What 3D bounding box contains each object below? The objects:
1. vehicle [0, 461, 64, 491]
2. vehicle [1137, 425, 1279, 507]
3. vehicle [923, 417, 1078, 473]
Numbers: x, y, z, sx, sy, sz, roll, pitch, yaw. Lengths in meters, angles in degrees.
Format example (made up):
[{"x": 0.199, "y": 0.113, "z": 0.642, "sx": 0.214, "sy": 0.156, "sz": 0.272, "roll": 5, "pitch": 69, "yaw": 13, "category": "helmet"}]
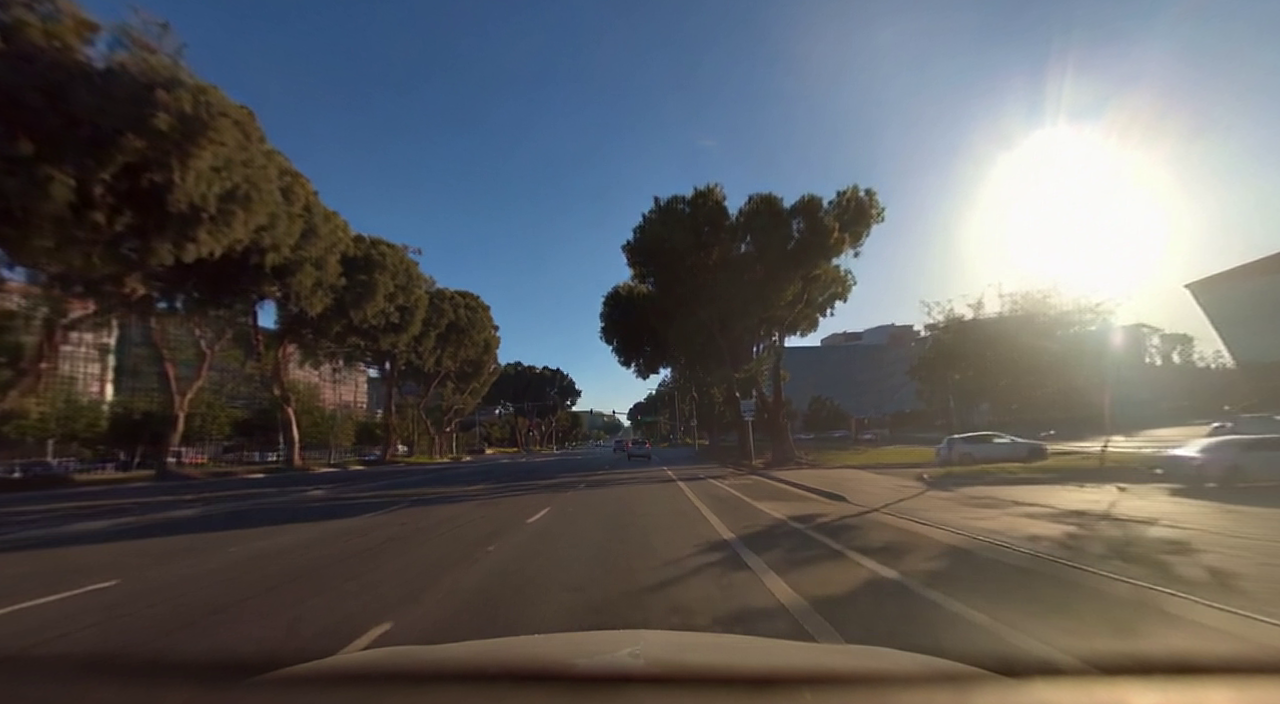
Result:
[{"x": -35.816, "y": 7.016, "z": 35.816, "sx": 1.917, "sy": 1.479, "sz": 4.462, "roll": 0, "pitch": -8, "yaw": 0, "category": "vehicle"}, {"x": 14.564, "y": 2.541, "z": 14.597, "sx": 4.388, "sy": 1.446, "sz": 1.808, "roll": -6, "pitch": -7, "yaw": 2, "category": "vehicle"}, {"x": 14.041, "y": 3.656, "z": 24.830, "sx": 4.702, "sy": 1.853, "sz": 2.069, "roll": -3, "pitch": -8, "yaw": 2, "category": "vehicle"}]
